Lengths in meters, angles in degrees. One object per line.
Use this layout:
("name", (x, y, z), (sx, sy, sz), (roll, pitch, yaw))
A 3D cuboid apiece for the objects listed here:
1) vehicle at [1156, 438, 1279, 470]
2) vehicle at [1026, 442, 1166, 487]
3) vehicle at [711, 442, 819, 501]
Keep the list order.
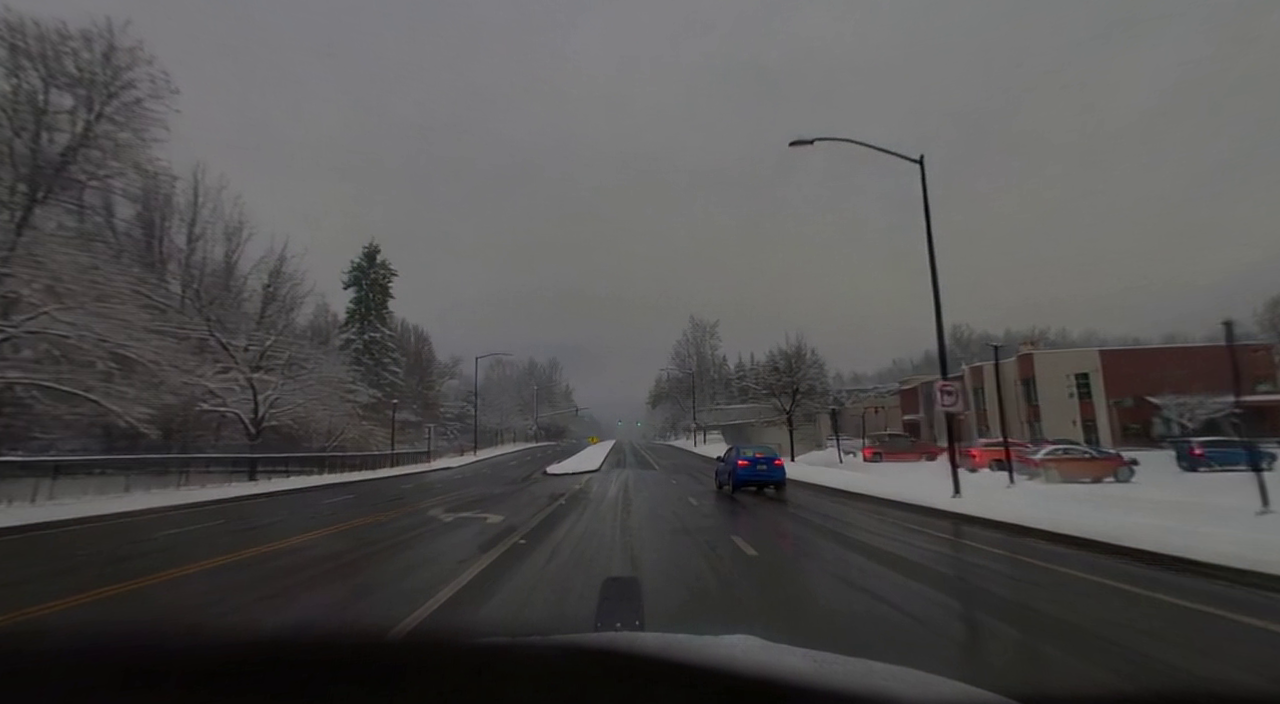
("vehicle", (32.804, 5.755, 35.669), (5.237, 1.724, 2.398), (1, -9, -3))
("vehicle", (19.498, 4.861, 27.141), (4.418, 1.418, 1.873), (-4, -14, -2))
("vehicle", (3.448, 3.393, 18.391), (2.114, 1.493, 4.430), (0, -9, -2))
